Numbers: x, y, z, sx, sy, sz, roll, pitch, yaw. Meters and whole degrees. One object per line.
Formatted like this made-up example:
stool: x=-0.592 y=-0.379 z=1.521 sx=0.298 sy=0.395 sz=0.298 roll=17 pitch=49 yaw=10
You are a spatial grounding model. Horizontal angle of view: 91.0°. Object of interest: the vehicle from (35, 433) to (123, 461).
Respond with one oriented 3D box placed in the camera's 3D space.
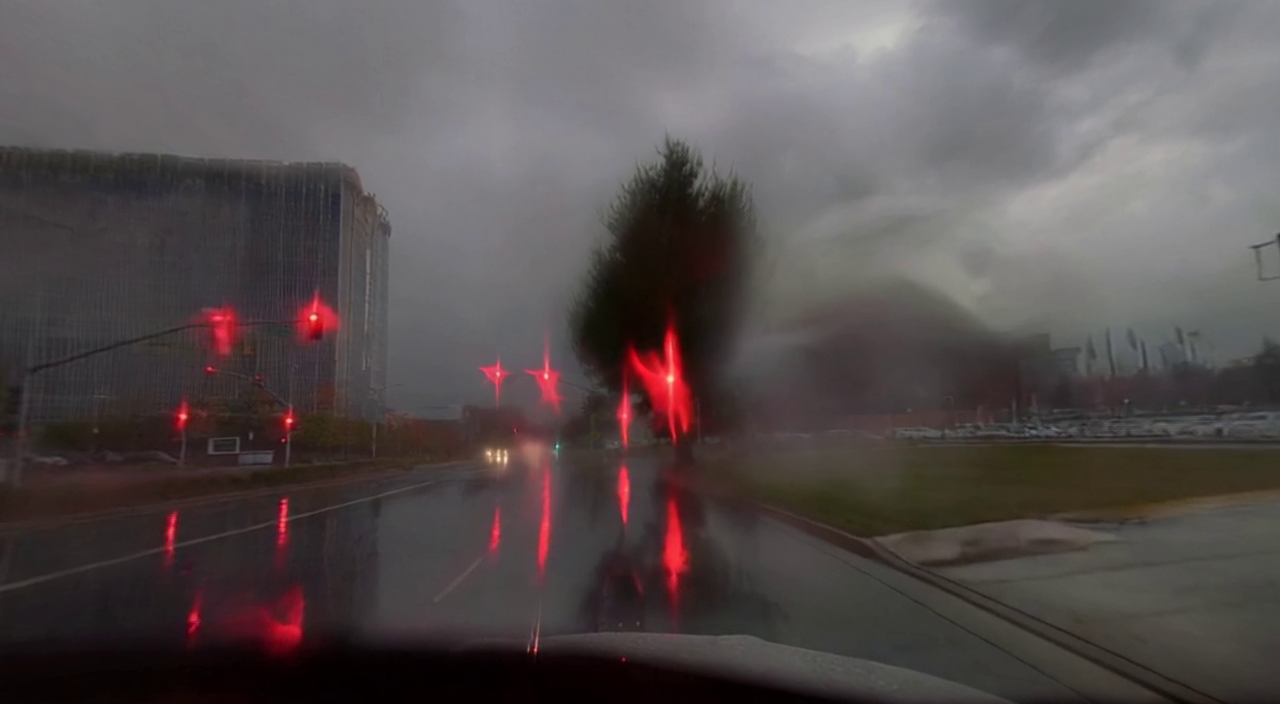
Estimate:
vehicle: x=-43.637 y=7.431 z=49.173 sx=2.119 sy=2.013 sz=5.475 roll=1 pitch=-9 yaw=-5
